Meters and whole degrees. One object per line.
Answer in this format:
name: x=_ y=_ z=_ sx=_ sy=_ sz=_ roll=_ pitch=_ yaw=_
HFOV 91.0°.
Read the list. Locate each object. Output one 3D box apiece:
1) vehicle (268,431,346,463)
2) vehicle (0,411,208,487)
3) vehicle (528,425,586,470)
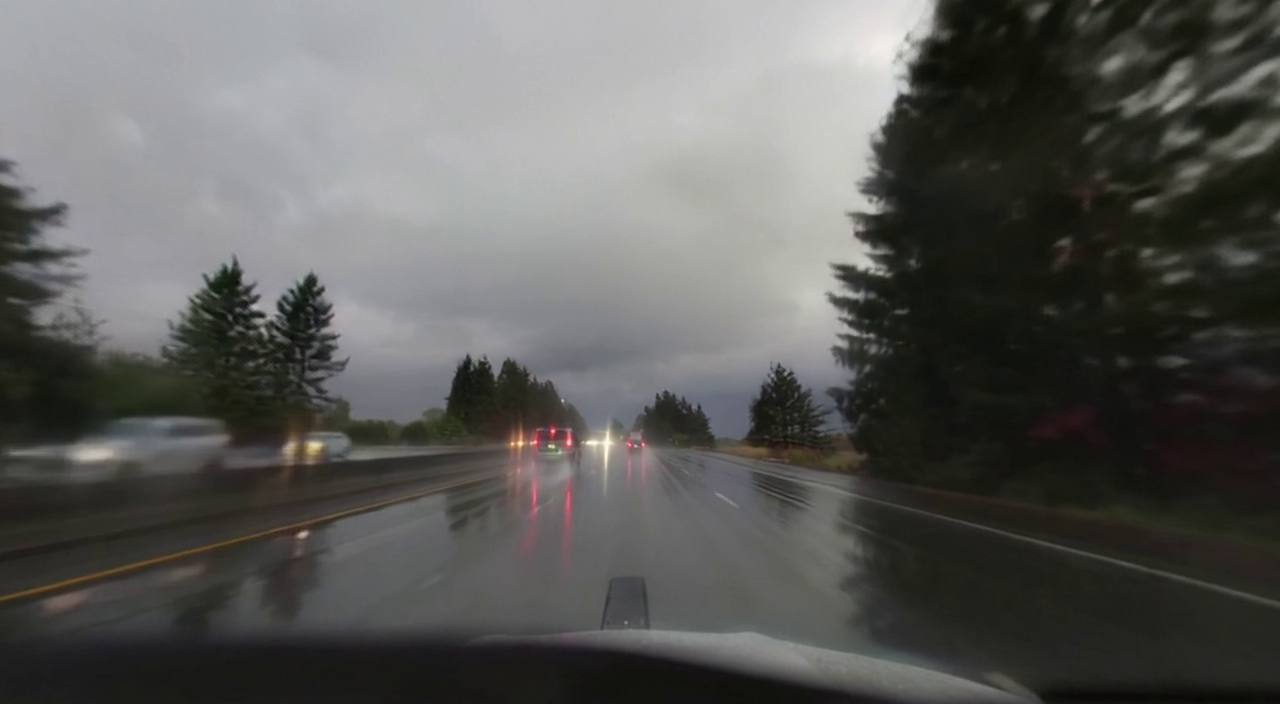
vehicle: x=-16.969 y=4.862 z=32.314 sx=1.797 sy=1.511 sz=4.127 roll=0 pitch=-8 yaw=-1
vehicle: x=-12.751 y=2.295 z=15.032 sx=1.887 sy=1.536 sz=4.163 roll=0 pitch=-8 yaw=-1
vehicle: x=-3.954 y=4.687 z=30.996 sx=2.241 sy=2.034 sz=4.890 roll=0 pitch=-8 yaw=-1
